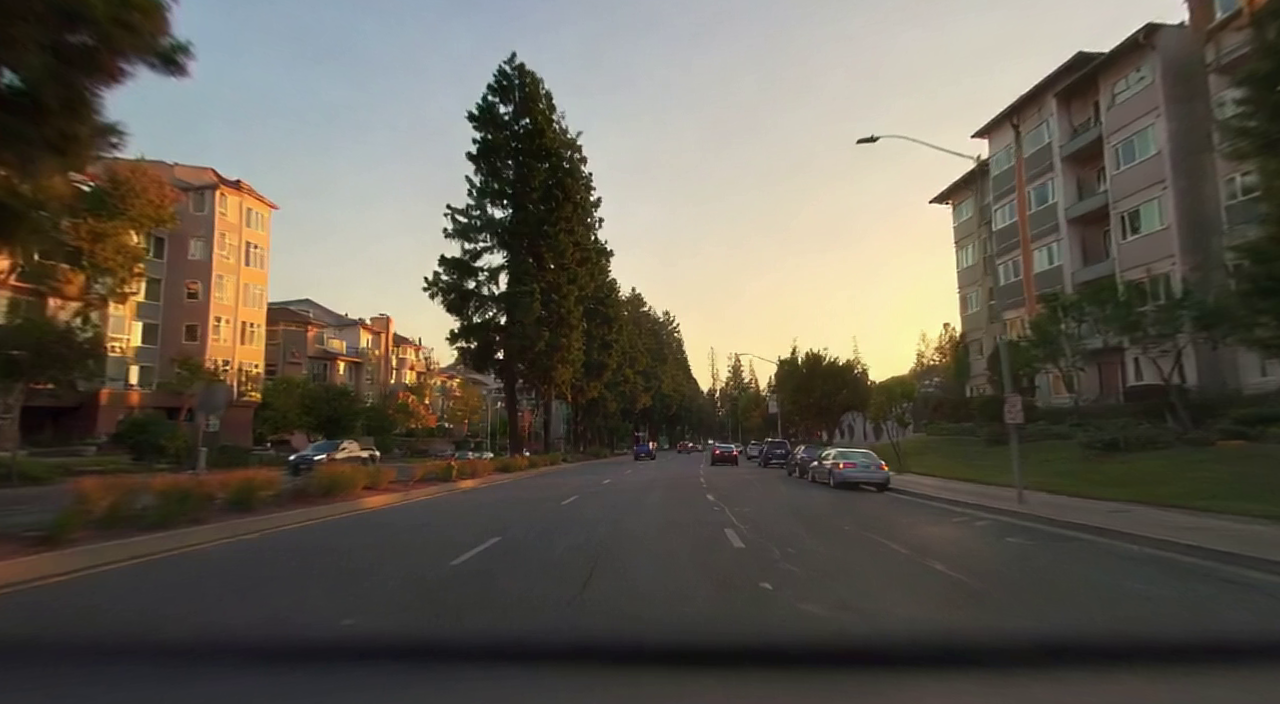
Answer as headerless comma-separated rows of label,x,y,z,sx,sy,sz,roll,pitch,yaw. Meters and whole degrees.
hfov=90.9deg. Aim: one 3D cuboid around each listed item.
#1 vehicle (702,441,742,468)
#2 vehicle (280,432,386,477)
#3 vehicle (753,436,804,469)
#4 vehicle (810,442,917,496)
vehicle,4.960,6.274,38.803,2.128,1.502,4.572,0,-8,4
vehicle,-14.486,4.872,30.190,2.049,1.933,5.586,0,-8,2
vehicle,8.727,6.371,40.190,2.213,1.949,5.907,0,-8,3
vehicle,7.147,3.753,20.783,1.959,1.538,4.953,0,-8,3
